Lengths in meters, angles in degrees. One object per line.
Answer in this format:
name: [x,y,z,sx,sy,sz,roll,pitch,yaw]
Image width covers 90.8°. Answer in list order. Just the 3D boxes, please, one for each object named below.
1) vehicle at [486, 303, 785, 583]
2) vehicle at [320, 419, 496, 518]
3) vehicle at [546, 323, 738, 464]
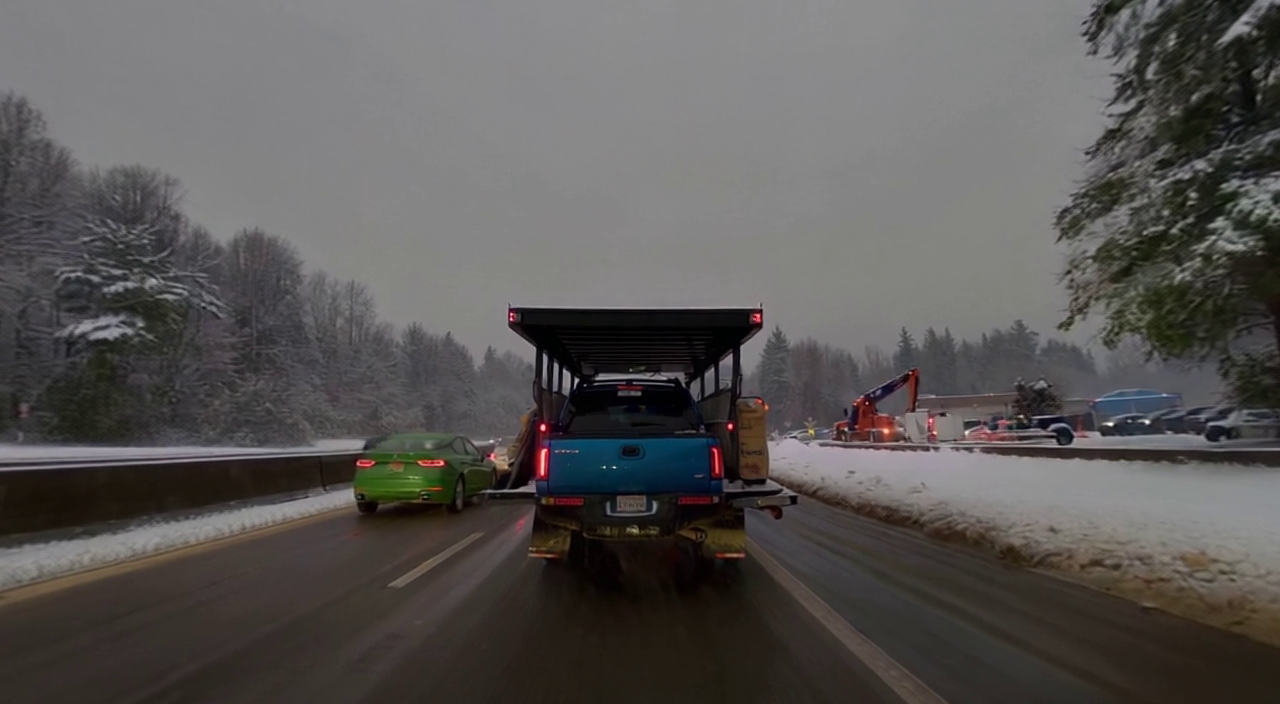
vehicle: [-0.227,1.590,11.119,2.735,2.597,10.435,0,-9,-2]
vehicle: [-4.485,2.335,13.119,2.057,1.665,4.572,0,-9,-2]
vehicle: [-0.087,0.812,9.514,2.156,1.604,4.680,0,-9,-3]
